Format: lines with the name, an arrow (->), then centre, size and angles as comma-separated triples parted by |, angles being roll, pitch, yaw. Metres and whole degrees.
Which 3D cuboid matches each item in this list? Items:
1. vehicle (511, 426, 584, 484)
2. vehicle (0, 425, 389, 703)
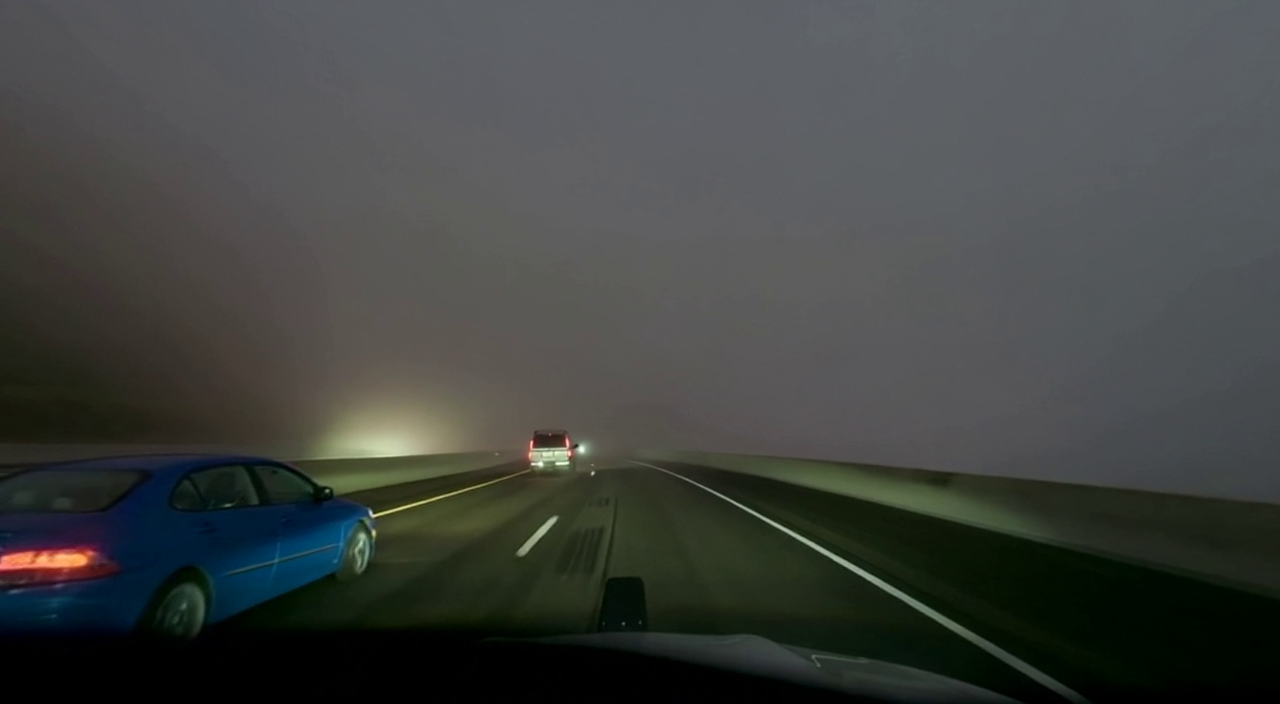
vehicle -> -3.861, 4.451, 27.573 | 2.444, 2.204, 5.568 | -1, -9, -1
vehicle -> -4.011, 1.418, 4.966 | 2.097, 1.511, 4.585 | -1, -9, 1
